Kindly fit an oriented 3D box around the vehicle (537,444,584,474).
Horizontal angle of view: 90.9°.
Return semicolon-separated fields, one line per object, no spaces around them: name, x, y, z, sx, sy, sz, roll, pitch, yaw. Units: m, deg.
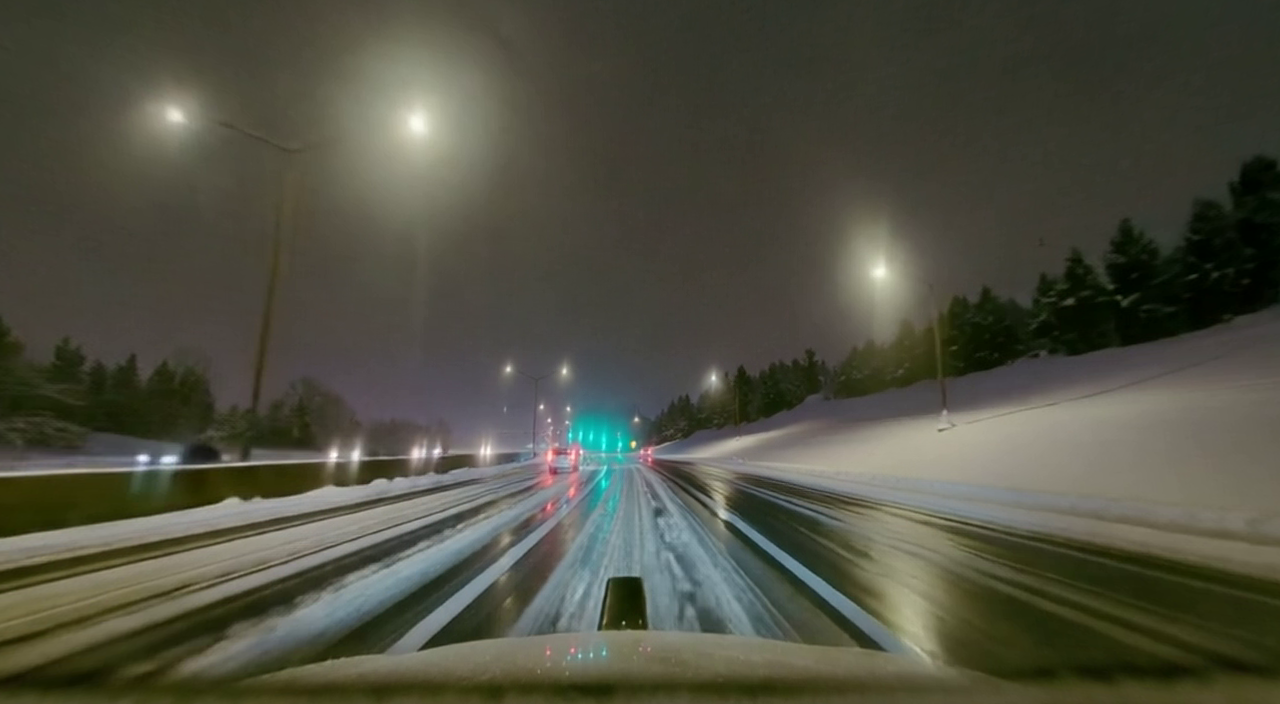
vehicle;-4.200;5.717;33.919;2.014;1.481;4.156;0;-8;-1

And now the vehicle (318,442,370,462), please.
vehicle;-22.331;7.546;47.754;1.871;1.486;4.570;0;-8;-2

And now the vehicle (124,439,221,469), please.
vehicle;-25.478;5.583;34.598;1.940;1.527;4.459;0;-8;-2
